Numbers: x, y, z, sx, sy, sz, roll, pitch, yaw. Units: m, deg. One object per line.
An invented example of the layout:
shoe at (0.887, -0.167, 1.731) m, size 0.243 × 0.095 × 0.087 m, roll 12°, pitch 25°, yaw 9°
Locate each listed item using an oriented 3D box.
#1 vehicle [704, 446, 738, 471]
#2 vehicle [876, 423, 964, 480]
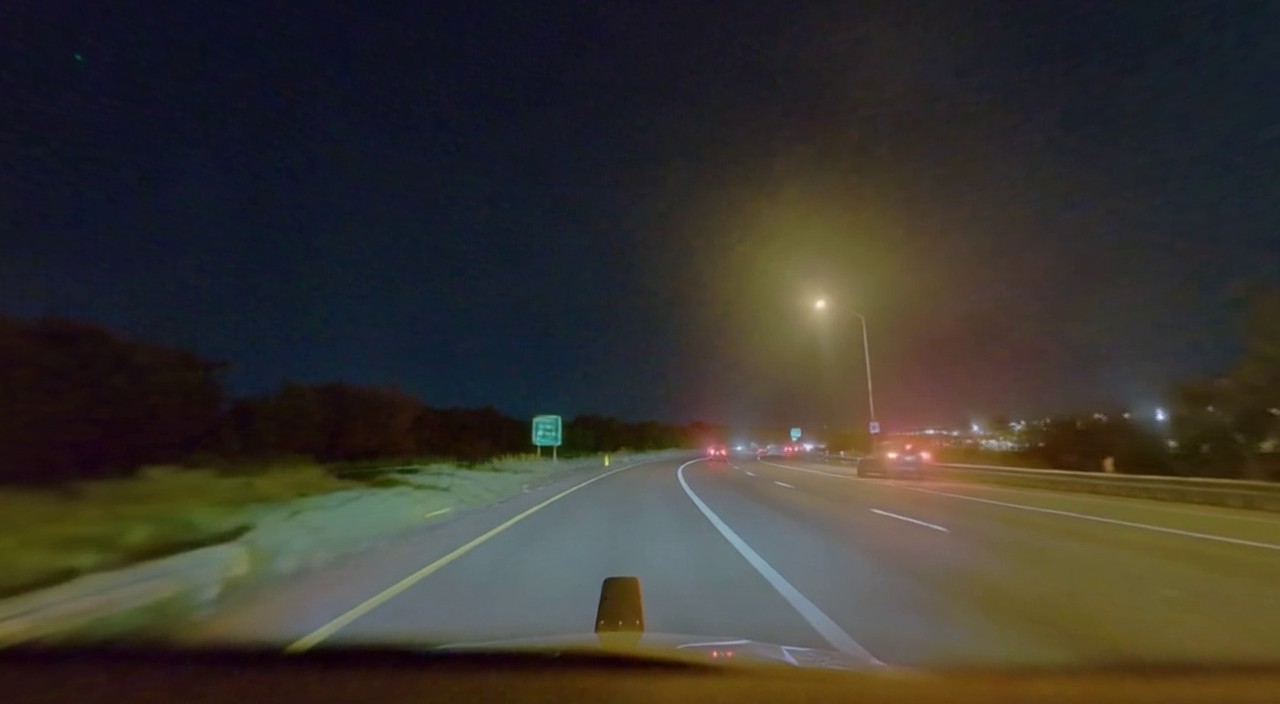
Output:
vehicle at (5.176, 6.867, 40.771) m, size 1.874 × 1.506 × 4.116 m, roll -1°, pitch -9°, yaw 3°
vehicle at (13.196, 4.718, 30.004) m, size 3.055 × 2.511 × 2.572 m, roll -1°, pitch -9°, yaw 6°
